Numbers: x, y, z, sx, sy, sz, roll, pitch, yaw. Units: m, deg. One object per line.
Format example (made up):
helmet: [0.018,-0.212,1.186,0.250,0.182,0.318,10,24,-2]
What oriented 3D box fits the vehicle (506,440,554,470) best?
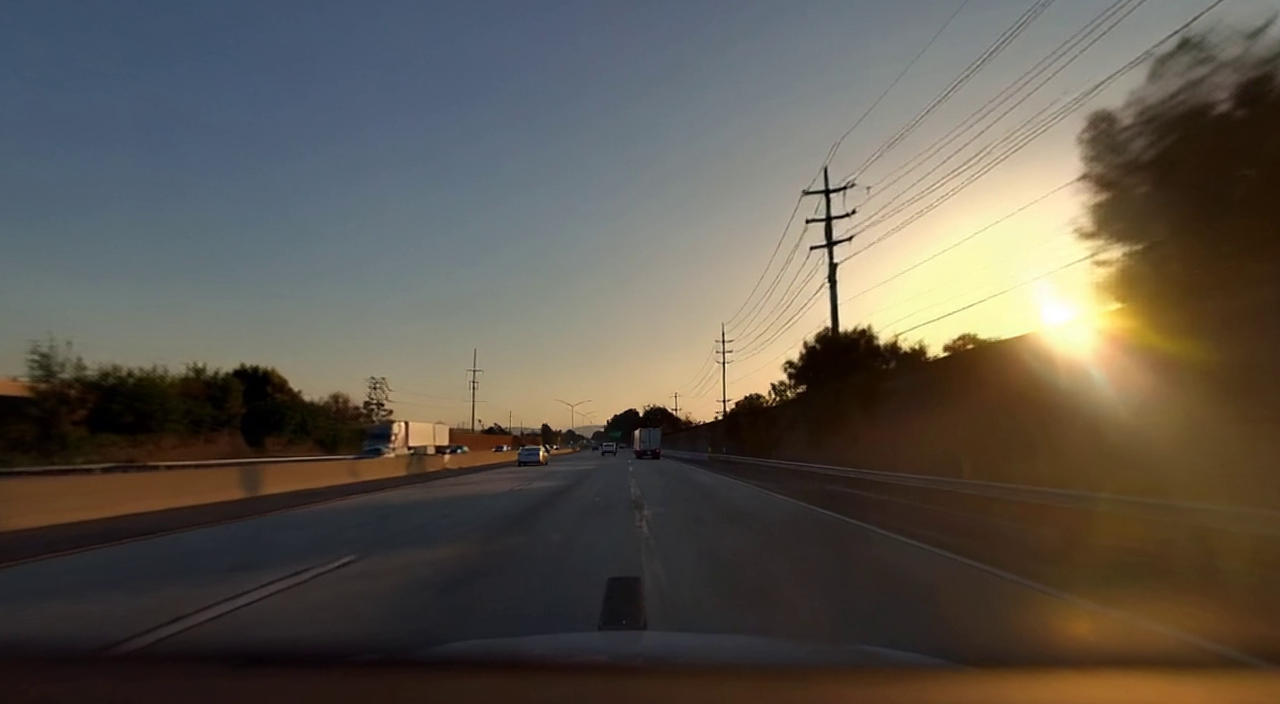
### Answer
vehicle: [-6.408,6.021,37.103,2.064,1.642,4.389,0,-8,0]

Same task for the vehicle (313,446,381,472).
vehicle: [-17.803,6.485,38.528,2.068,1.466,4.469,0,-8,-1]
